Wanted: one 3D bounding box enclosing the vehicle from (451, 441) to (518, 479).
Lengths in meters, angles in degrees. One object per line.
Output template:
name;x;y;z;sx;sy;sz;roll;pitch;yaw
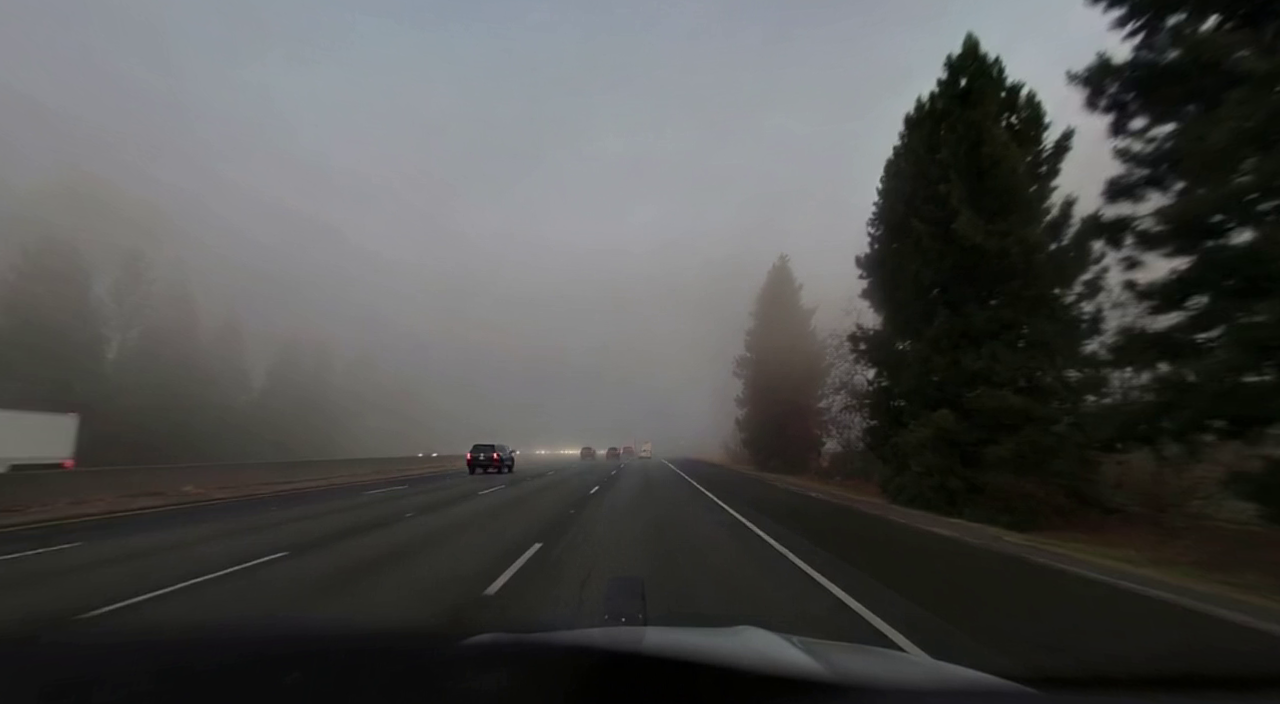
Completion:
vehicle;-7.361;5.128;30.287;2.021;1.699;4.324;0;-8;1
